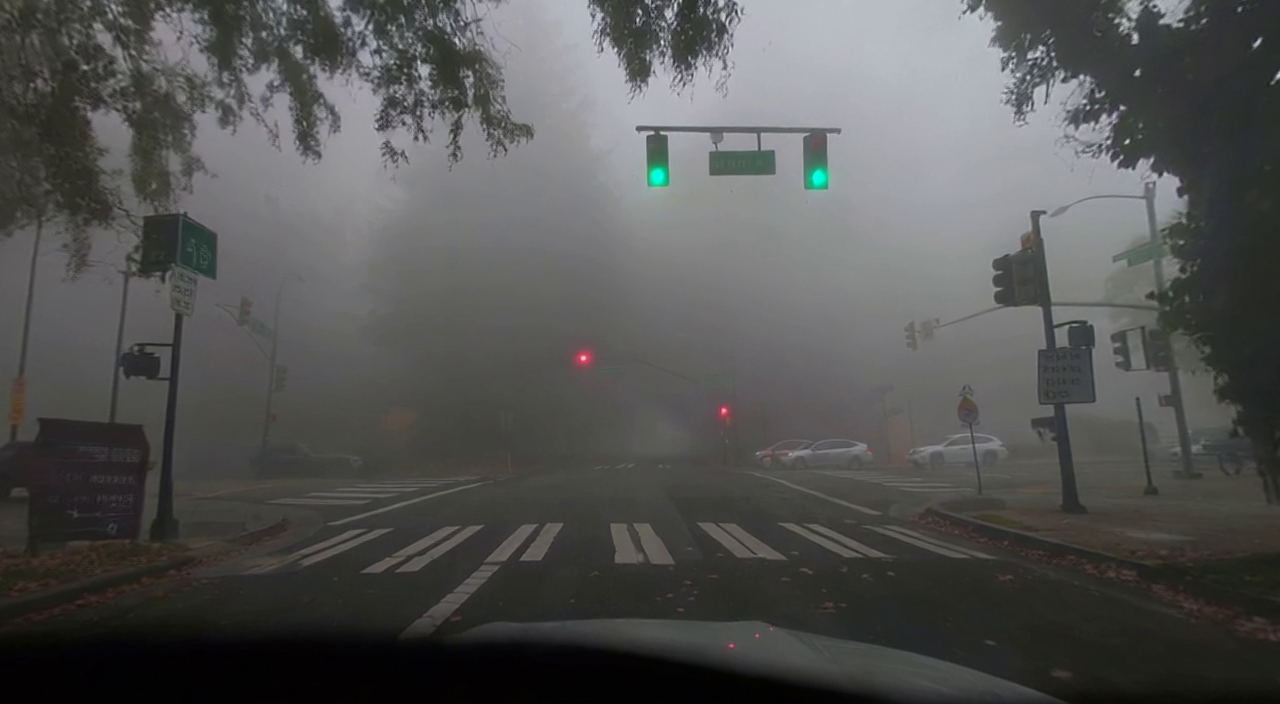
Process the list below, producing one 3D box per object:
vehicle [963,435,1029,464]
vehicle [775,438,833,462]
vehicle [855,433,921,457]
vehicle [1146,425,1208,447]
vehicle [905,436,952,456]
[{"bbox_3d":[20.985,5.737,37.100,1.851,1.388,3.475,0,-4,0],"label":"vehicle"},{"bbox_3d":[11.087,6.622,42.246,1.955,1.508,4.295,-8,-12,42],"label":"vehicle"},{"bbox_3d":[16.926,6.334,42.692,4.522,1.546,1.941,6,-11,-34],"label":"vehicle"},{"bbox_3d":[41.064,6.452,47.986,1.682,1.422,3.422,3,-10,1],"label":"vehicle"},{"bbox_3d":[21.814,7.136,47.496,1.923,1.463,3.758,-1,-9,3],"label":"vehicle"}]
